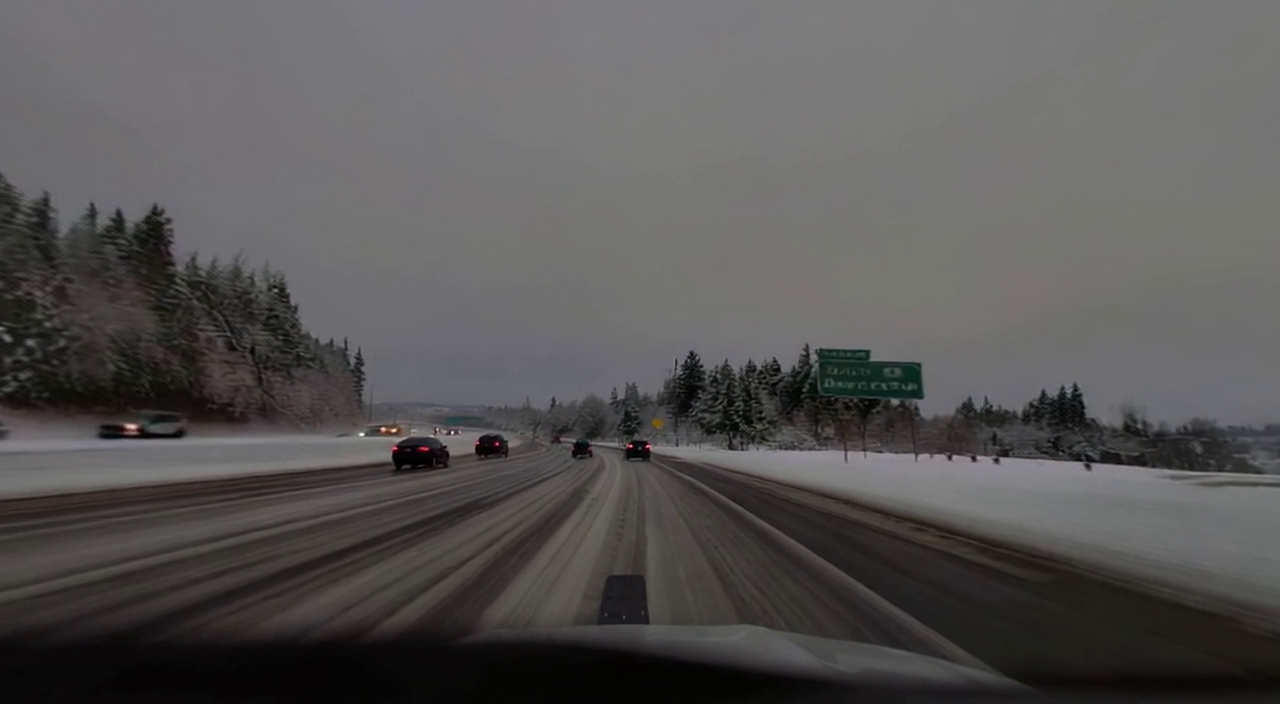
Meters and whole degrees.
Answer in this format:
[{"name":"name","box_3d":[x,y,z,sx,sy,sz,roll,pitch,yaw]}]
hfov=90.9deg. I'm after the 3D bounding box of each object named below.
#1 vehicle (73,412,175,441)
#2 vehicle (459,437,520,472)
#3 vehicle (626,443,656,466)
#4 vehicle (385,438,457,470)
[{"name":"vehicle","box_3d":[-29.472,4.356,36.268,1.941,1.532,4.732,0,-8,-1]},{"name":"vehicle","box_3d":[-7.463,5.122,31.718,2.086,1.628,4.039,0,-8,0]},{"name":"vehicle","box_3d":[0.065,6.741,41.695,1.881,1.460,3.694,0,-8,-1]},{"name":"vehicle","box_3d":[-11.139,5.218,32.468,1.935,1.474,5.033,0,-8,0]}]
